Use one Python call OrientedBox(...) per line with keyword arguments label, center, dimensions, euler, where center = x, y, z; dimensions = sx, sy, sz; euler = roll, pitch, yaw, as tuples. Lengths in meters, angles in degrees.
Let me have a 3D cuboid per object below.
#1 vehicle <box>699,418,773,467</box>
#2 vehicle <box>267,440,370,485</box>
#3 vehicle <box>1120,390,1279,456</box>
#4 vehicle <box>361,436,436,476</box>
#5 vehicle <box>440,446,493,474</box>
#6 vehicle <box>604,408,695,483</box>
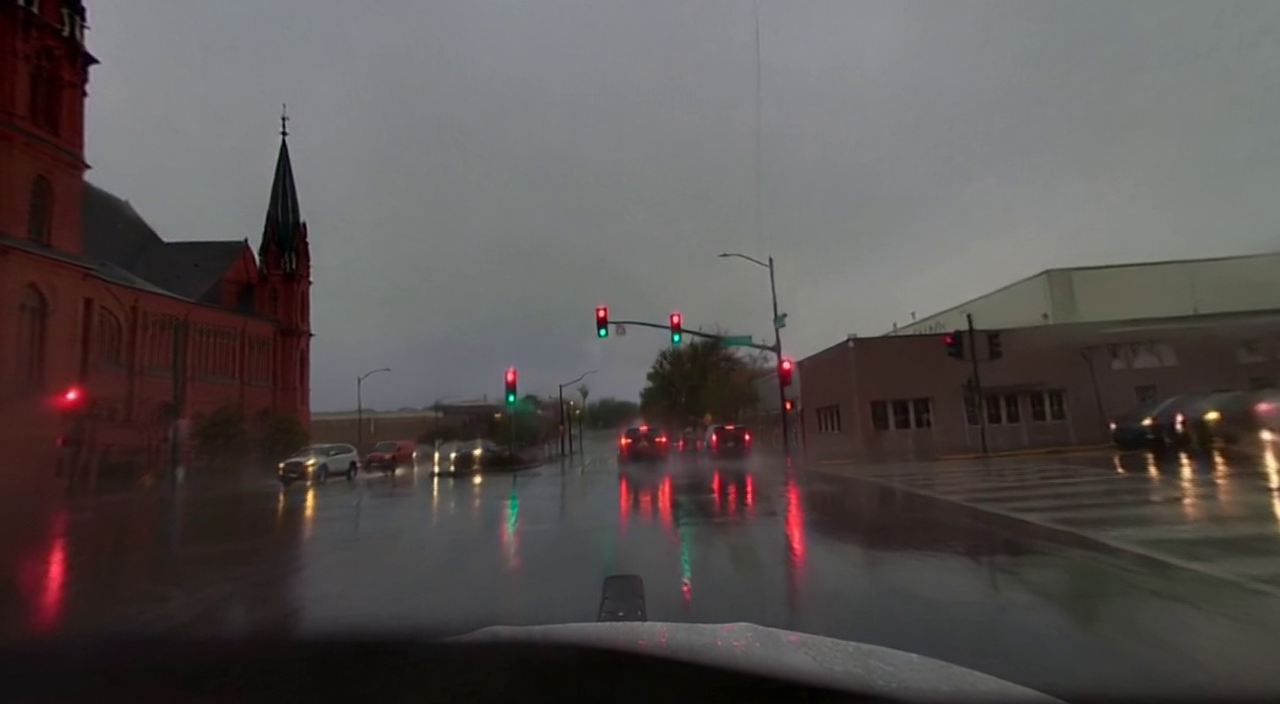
OrientedBox(label="vehicle", center=(3.673, 3.619, 25.098), dimensions=(2.080, 1.735, 4.650), euler=(0, -9, -1))
OrientedBox(label="vehicle", center=(-14.954, 5.203, 29.828), dimensions=(1.969, 1.896, 5.404), euler=(1, -10, 0))
OrientedBox(label="vehicle", center=(15.845, 1.830, 16.751), dimensions=(4.488, 1.475, 2.083), euler=(-3, -7, -1))
OrientedBox(label="vehicle", center=(-11.903, 5.215, 31.526), dimensions=(2.069, 1.790, 4.358), euler=(-1, -10, -1))
OrientedBox(label="vehicle", center=(-11.398, 7.117, 41.865), dimensions=(2.170, 1.746, 4.565), euler=(0, -9, 0))
OrientedBox(label="vehicle", center=(0.174, 2.501, 17.295), dimensions=(2.168, 1.776, 4.135), euler=(0, -7, -1))
